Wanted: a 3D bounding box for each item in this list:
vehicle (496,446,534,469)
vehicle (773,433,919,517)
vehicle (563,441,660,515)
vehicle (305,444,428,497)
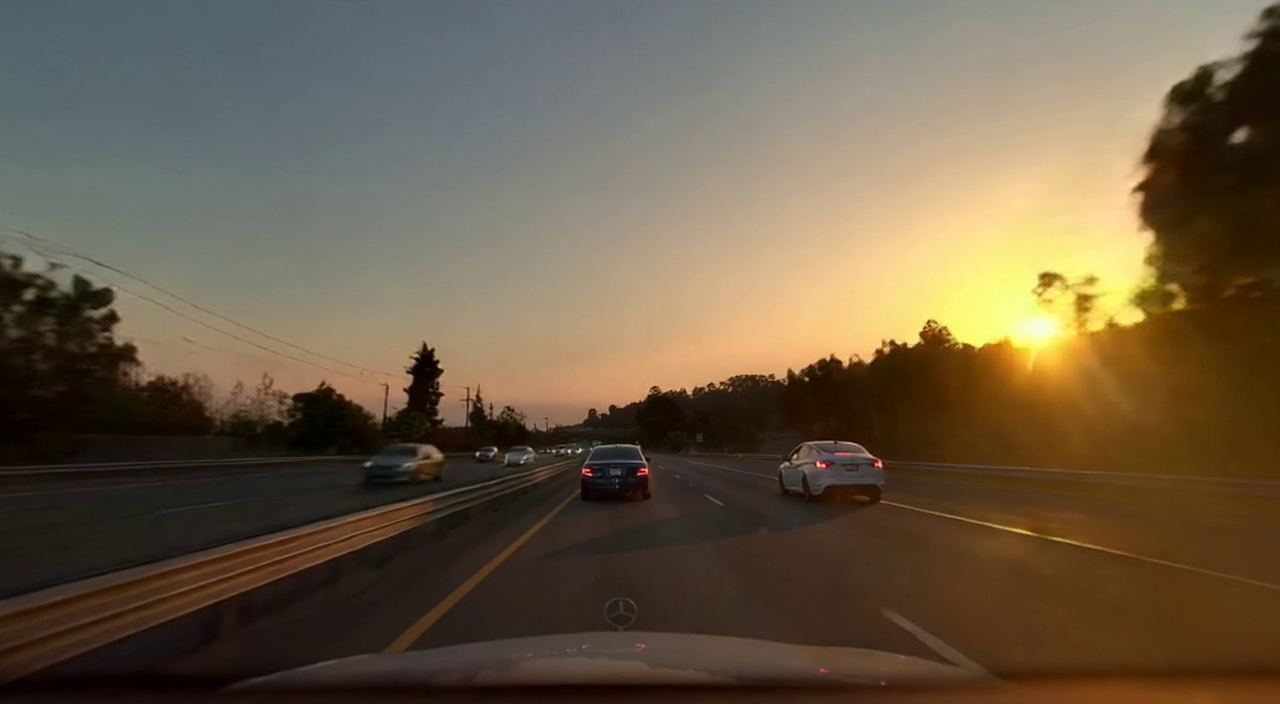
[{"bbox_3d":[-9.008,7.621,45.542,1.883,1.531,4.526,0,-9,-1],"label":"vehicle"},{"bbox_3d":[4.328,2.633,13.859,1.910,1.554,3.718,0,-9,-1],"label":"vehicle"},{"bbox_3d":[-0.600,2.941,15.123,2.013,1.479,4.169,0,-9,0],"label":"vehicle"},{"bbox_3d":[-8.630,3.753,20.285,1.927,1.496,4.600,0,-9,0],"label":"vehicle"}]
